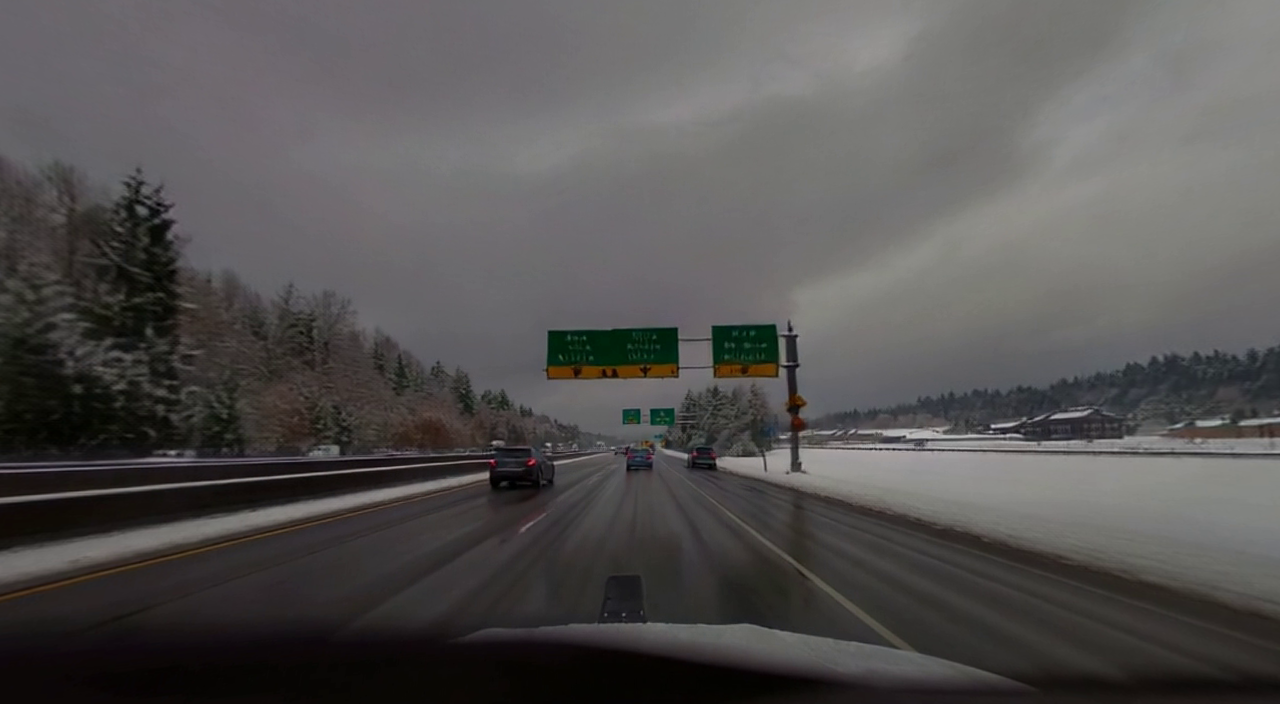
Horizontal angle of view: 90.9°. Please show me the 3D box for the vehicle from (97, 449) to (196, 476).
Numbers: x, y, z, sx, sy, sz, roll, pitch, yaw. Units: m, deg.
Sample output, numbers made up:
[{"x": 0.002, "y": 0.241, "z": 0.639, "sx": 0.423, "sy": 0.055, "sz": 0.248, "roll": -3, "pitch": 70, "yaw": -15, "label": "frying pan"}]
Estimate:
[{"x": -28.901, "y": 6.463, "z": 37.106, "sx": 1.958, "sy": 1.452, "sz": 4.787, "roll": 0, "pitch": -9, "yaw": 0, "label": "vehicle"}]

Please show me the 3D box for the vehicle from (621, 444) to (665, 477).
[{"x": 0.138, "y": 5.210, "z": 30.478, "sx": 1.960, "sy": 1.456, "sz": 3.818, "roll": 0, "pitch": -9, "yaw": 0, "label": "vehicle"}]

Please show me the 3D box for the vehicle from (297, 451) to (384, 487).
[{"x": -12.912, "y": 5.054, "z": 27.467, "sx": 1.809, "sy": 1.438, "sz": 4.005, "roll": 0, "pitch": -9, "yaw": 0, "label": "vehicle"}]

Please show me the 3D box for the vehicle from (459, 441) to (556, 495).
[{"x": -4.117, "y": 3.690, "z": 20.399, "sx": 2.081, "sy": 1.534, "sz": 4.543, "roll": 0, "pitch": -9, "yaw": 1, "label": "vehicle"}]
